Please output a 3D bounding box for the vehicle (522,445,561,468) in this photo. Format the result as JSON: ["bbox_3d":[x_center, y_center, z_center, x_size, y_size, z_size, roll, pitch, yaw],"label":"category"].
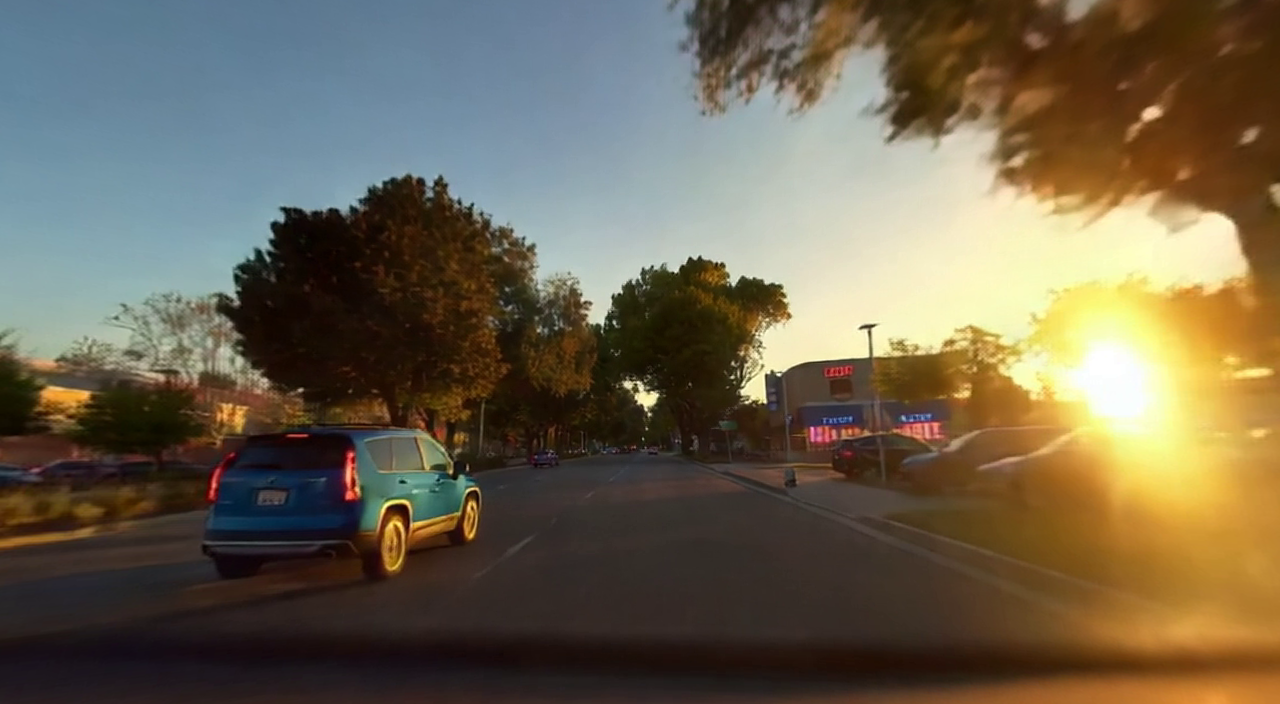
[{"bbox_3d":[-6.914,7.374,44.654,1.990,1.483,4.410,0,-8,1],"label":"vehicle"}]

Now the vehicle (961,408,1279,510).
[{"bbox_3d":[9.346,2.050,12.286,4.885,1.770,2.267,0,-8,1],"label":"vehicle"}]

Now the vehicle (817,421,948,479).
[{"bbox_3d":[9.114,3.643,23.560,4.985,1.918,2.248,7,-11,-38],"label":"vehicle"}]

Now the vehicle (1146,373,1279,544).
[{"bbox_3d":[9.358,1.255,7.508,4.747,1.861,2.505,2,-9,-10],"label":"vehicle"}]

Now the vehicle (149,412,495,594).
[{"bbox_3d":[-3.406,1.688,7.922,2.127,1.654,4.121,0,-8,1],"label":"vehicle"}]

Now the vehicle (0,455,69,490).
[{"bbox_3d":[-35.384,6.709,35.167,4.807,1.798,2.191,0,-8,1],"label":"vehicle"}]
